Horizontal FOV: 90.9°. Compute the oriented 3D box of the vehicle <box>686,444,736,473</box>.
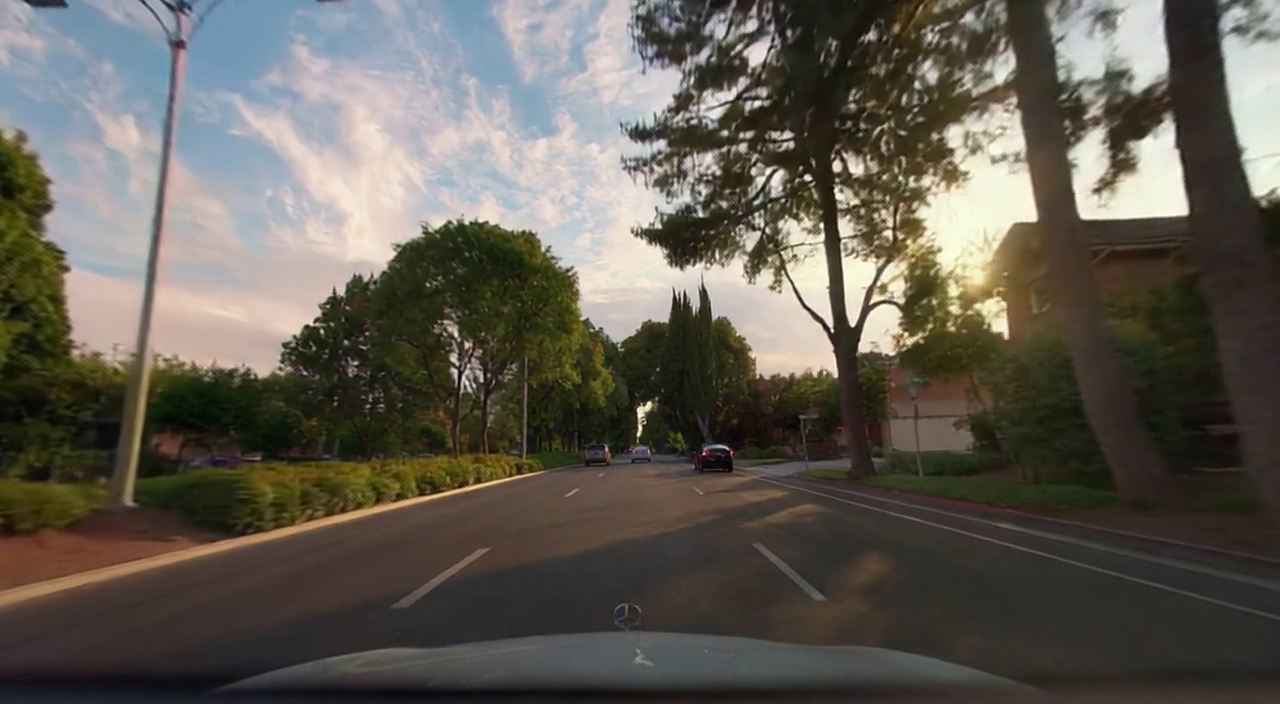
[{"bbox_3d":[3.986,6.056,36.132,2.237,1.578,4.621,0,-8,-1],"label":"vehicle"}]
